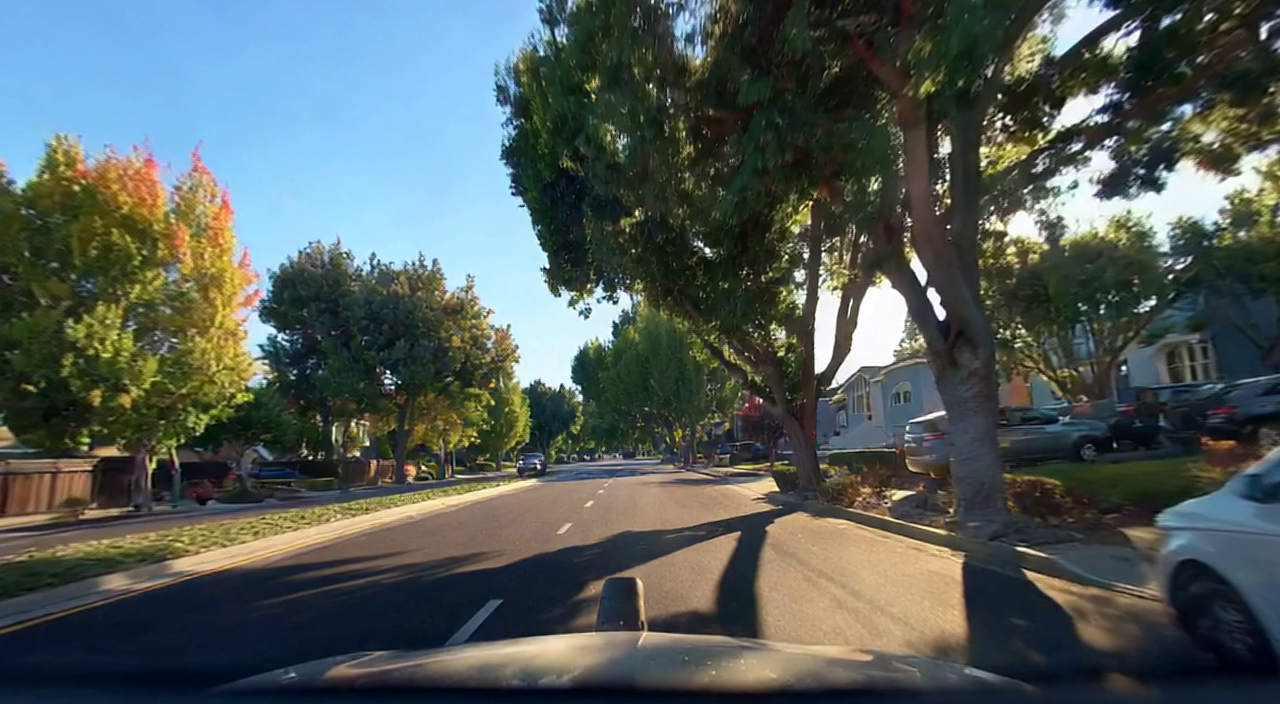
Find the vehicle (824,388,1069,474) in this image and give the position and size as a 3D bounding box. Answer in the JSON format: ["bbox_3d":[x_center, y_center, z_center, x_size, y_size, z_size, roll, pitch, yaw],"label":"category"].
[{"bbox_3d":[17.475,4.617,36.700,12.151,4.157,3.709,-1,-15,-6],"label":"vehicle"}]

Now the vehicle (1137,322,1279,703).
[{"bbox_3d":[3.612,0.503,0.303,2.270,1.820,5.277,0,-8,-3],"label":"vehicle"}]
